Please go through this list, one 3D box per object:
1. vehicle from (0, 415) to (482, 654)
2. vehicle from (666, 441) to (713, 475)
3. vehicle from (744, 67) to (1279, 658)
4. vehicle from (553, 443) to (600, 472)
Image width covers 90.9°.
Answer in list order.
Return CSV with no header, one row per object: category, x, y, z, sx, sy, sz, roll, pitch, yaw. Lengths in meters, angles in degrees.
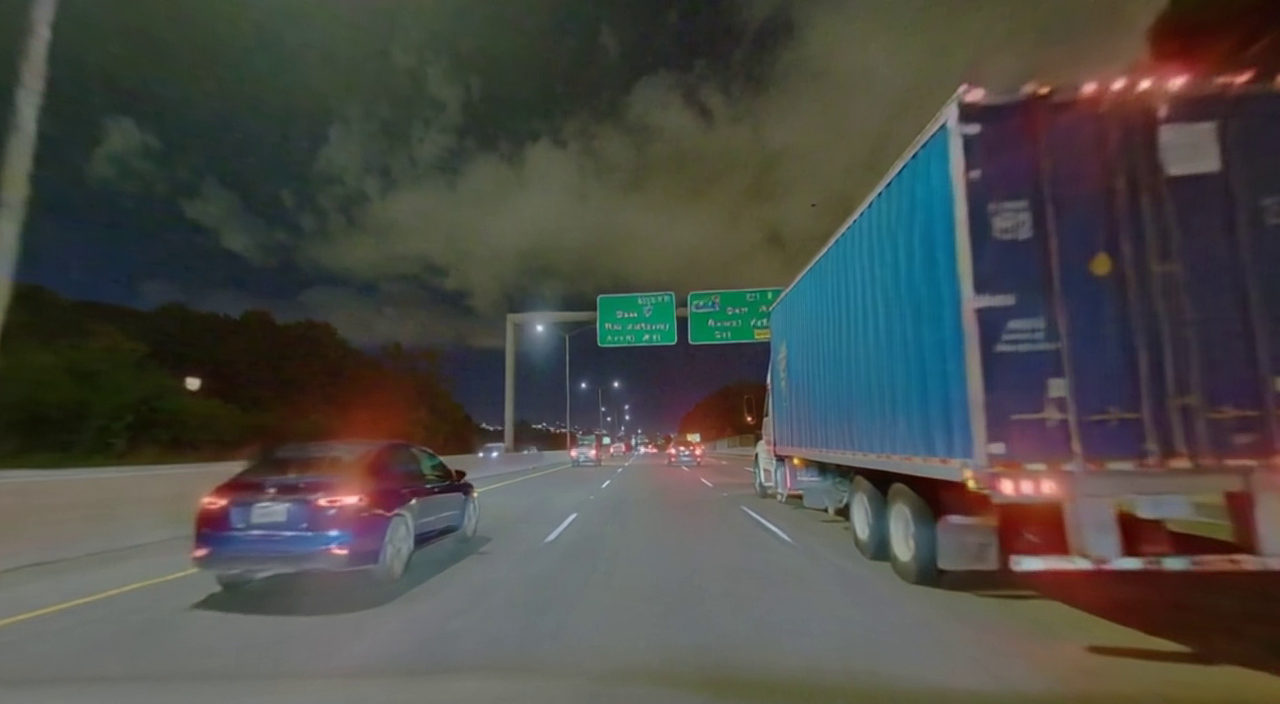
vehicle,-3.406,1.608,6.849,1.974,1.589,5.047,-1,-8,1
vehicle,2.335,5.026,30.099,2.040,1.461,4.822,-1,-8,3
vehicle,3.998,0.751,9.695,2.985,3.895,11.239,-1,-8,1
vehicle,-3.459,5.838,35.129,2.099,1.494,4.504,-1,-8,1
